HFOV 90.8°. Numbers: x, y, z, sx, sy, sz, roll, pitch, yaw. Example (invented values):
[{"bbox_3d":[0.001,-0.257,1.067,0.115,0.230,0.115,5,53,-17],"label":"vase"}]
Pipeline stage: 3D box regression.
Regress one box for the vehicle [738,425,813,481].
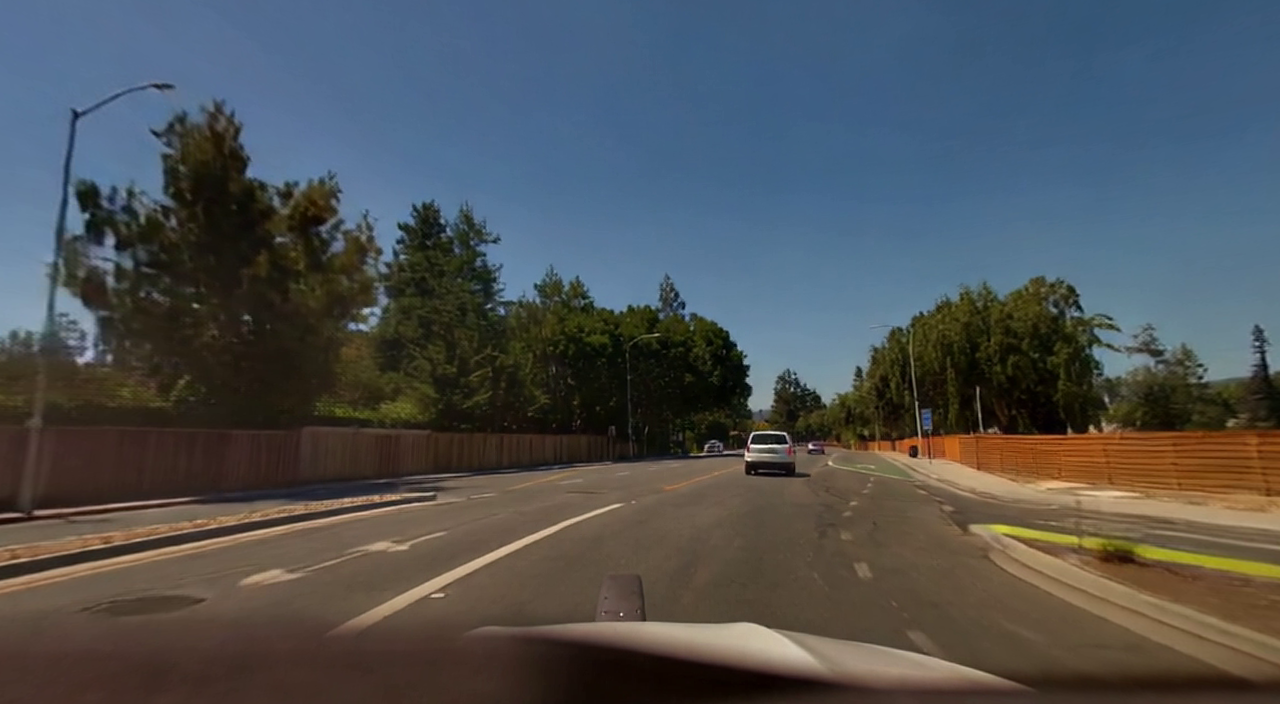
[{"bbox_3d":[5.163,3.739,23.639,2.230,1.827,4.580,-3,-9,18],"label":"vehicle"}]
